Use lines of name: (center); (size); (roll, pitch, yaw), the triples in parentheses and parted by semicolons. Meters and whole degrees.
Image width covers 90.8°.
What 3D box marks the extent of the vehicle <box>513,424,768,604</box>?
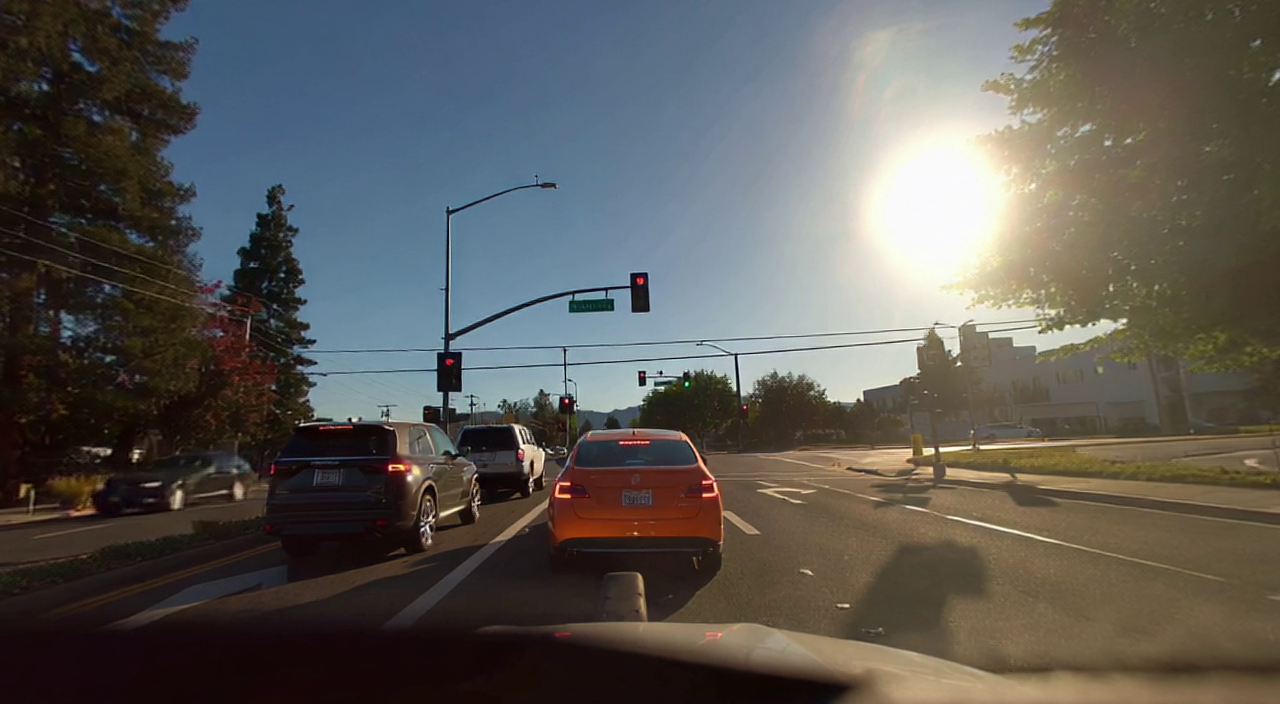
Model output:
vehicle: (-0.052, 1.644, 7.314); (2.126, 1.475, 3.967); (0, -8, -2)

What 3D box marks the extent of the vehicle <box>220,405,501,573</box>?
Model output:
vehicle: (-3.428, 1.758, 8.856); (2.046, 1.751, 4.208); (0, -8, -1)

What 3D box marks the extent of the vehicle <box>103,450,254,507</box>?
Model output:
vehicle: (-14.326, 3.900, 19.950); (1.792, 1.570, 4.043); (0, -8, -2)
